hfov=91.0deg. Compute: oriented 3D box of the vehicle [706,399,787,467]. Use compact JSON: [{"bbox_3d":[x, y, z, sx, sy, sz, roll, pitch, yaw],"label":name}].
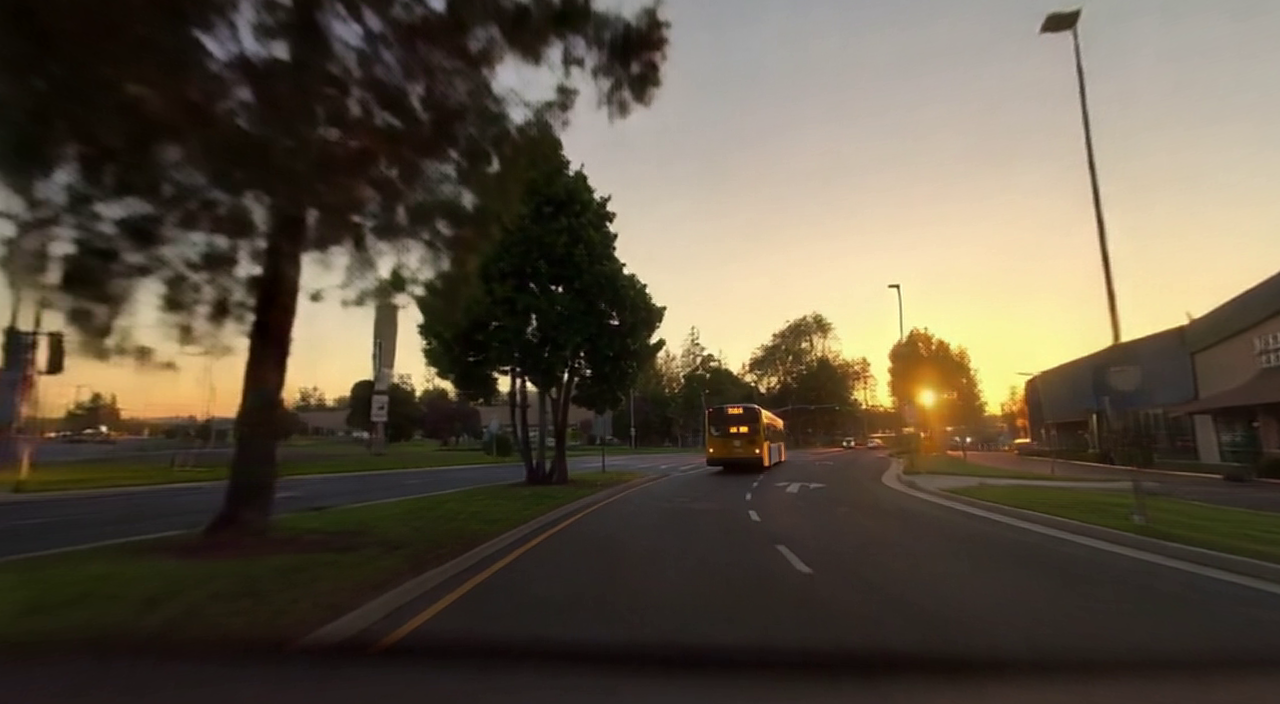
[{"bbox_3d":[6.622,4.948,37.436,3.031,3.429,11.005,-3,-9,18],"label":"vehicle"}]
